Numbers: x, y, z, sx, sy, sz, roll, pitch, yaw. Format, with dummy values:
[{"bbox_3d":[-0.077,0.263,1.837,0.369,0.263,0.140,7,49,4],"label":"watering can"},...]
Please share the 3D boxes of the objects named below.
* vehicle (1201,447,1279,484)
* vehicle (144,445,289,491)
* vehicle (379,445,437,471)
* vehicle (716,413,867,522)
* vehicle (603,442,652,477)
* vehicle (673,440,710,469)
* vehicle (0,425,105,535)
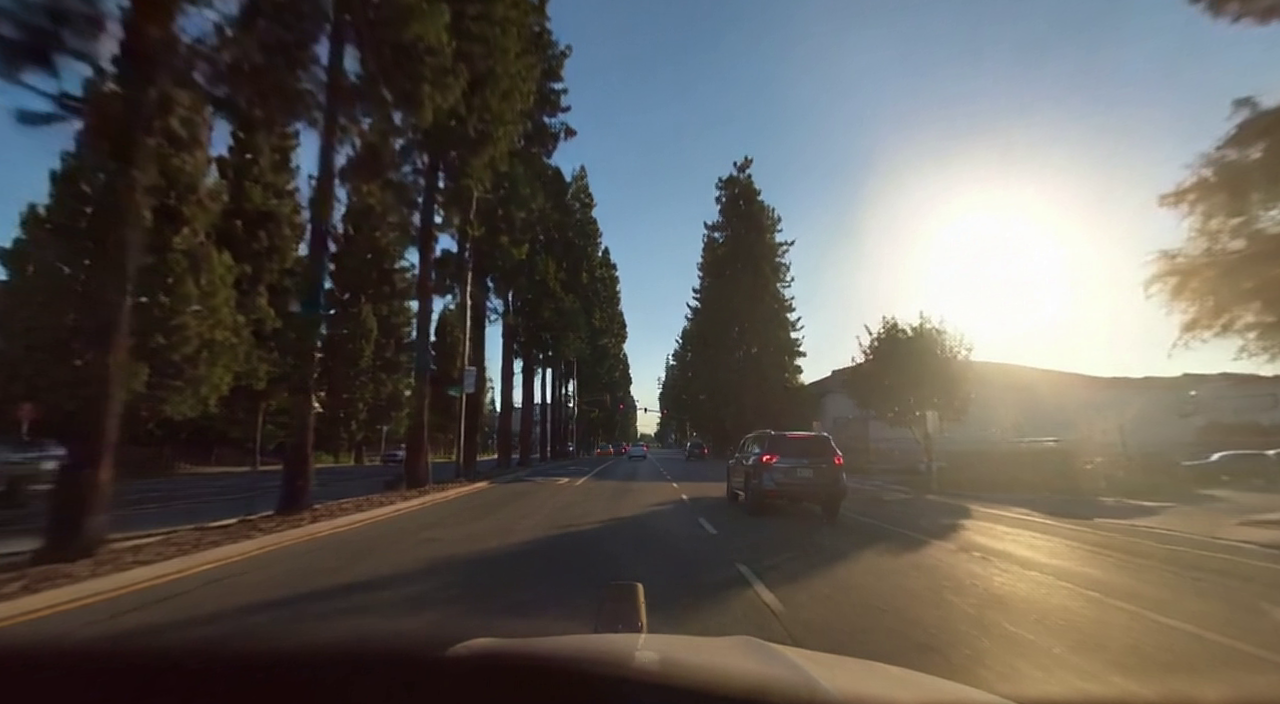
[{"bbox_3d":[29.214,5.230,29.411,1.912,1.598,4.602,-1,-9,0],"label":"vehicle"},{"bbox_3d":[-15.240,4.173,23.123,1.993,1.465,4.761,-1,-9,0],"label":"vehicle"},{"bbox_3d":[-14.517,6.653,39.853,1.913,1.477,4.470,-1,-9,1],"label":"vehicle"},{"bbox_3d":[2.972,2.391,13.516,2.035,1.940,4.299,0,-9,-1],"label":"vehicle"},{"bbox_3d":[-0.577,4.952,29.331,2.119,1.460,3.847,0,-9,0],"label":"vehicle"},{"bbox_3d":[3.217,6.480,40.080,1.922,1.708,4.126,0,-9,-1],"label":"vehicle"},{"bbox_3d":[-11.530,1.920,9.182,2.496,1.750,5.670,-1,-9,1],"label":"vehicle"}]
